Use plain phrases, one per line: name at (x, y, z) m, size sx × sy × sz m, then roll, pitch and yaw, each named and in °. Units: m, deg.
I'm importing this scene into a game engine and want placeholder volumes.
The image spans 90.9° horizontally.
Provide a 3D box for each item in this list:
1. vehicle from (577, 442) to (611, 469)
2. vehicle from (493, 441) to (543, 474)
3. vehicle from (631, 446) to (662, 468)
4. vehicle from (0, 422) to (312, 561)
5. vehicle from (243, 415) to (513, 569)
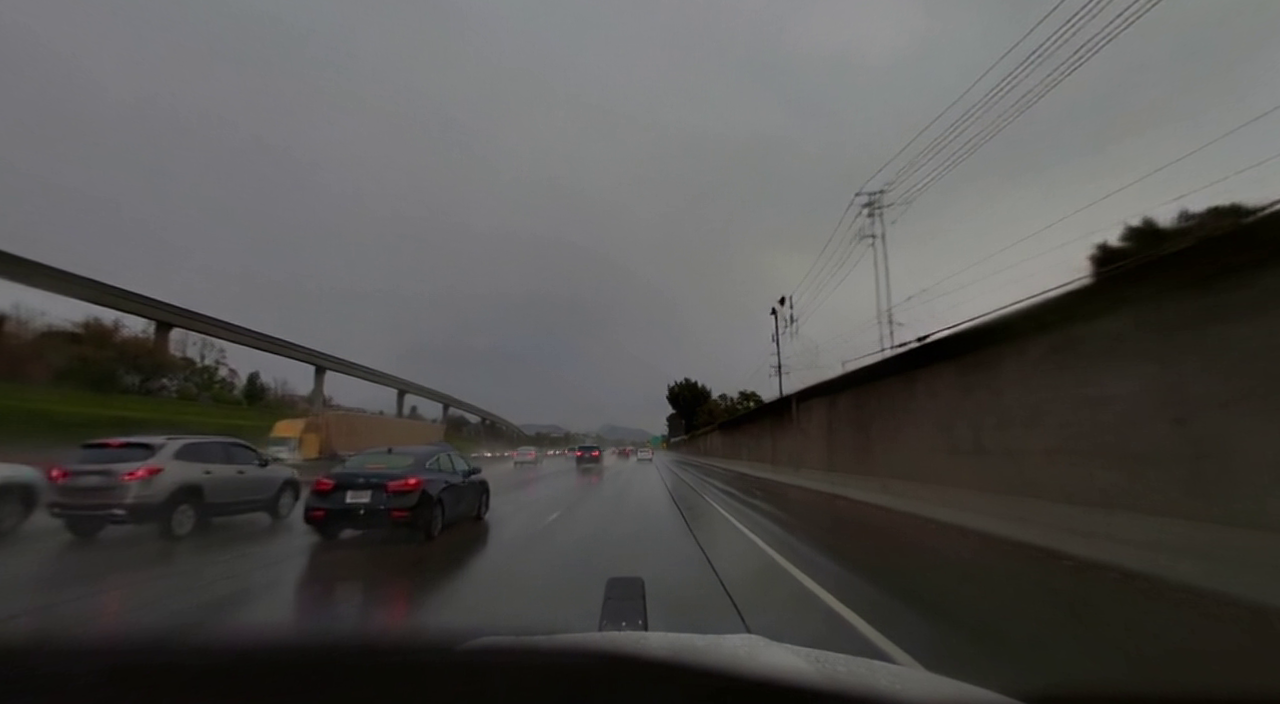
vehicle at (-3.229, 7.392, 45.160) m, size 2.093 × 1.831 × 4.712 m, roll 0°, pitch -8°, yaw 0°
vehicle at (-7.252, 6.303, 37.880) m, size 2.084 × 1.815 × 4.406 m, roll 0°, pitch -8°, yaw 1°
vehicle at (0.399, 7.241, 43.681) m, size 2.074 × 1.465 × 3.977 m, roll 0°, pitch -8°, yaw -1°
vehicle at (-7.227, 1.985, 9.743) m, size 1.959 × 1.652 × 4.170 m, roll 0°, pitch -8°, yaw 1°
vehicle at (-3.428, 1.909, 9.427) m, size 2.052 × 1.731 × 4.372 m, roll 0°, pitch -8°, yaw 1°
